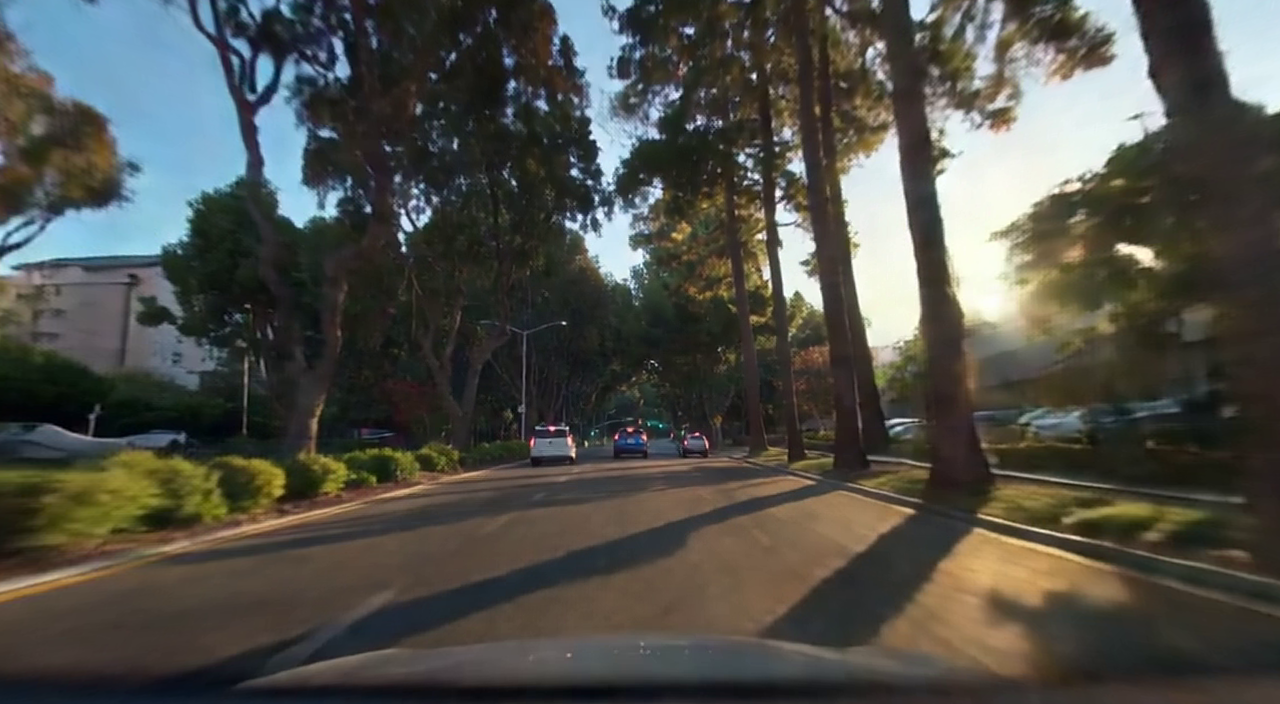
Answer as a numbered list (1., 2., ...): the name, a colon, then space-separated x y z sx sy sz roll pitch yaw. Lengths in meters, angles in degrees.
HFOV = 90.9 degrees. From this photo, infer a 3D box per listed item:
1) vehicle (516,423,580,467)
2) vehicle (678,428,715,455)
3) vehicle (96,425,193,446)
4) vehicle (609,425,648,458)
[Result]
1. vehicle: -3.806 3.958 26.911 2.047 1.710 4.314 0 -8 1
2. vehicle: 3.462 5.590 39.277 1.847 1.554 4.052 0 -8 -1
3. vehicle: -35.366 6.051 45.292 1.883 1.383 5.637 -1 -8 8
4. vehicle: -0.621 4.928 34.749 2.022 1.700 4.084 0 -8 0
